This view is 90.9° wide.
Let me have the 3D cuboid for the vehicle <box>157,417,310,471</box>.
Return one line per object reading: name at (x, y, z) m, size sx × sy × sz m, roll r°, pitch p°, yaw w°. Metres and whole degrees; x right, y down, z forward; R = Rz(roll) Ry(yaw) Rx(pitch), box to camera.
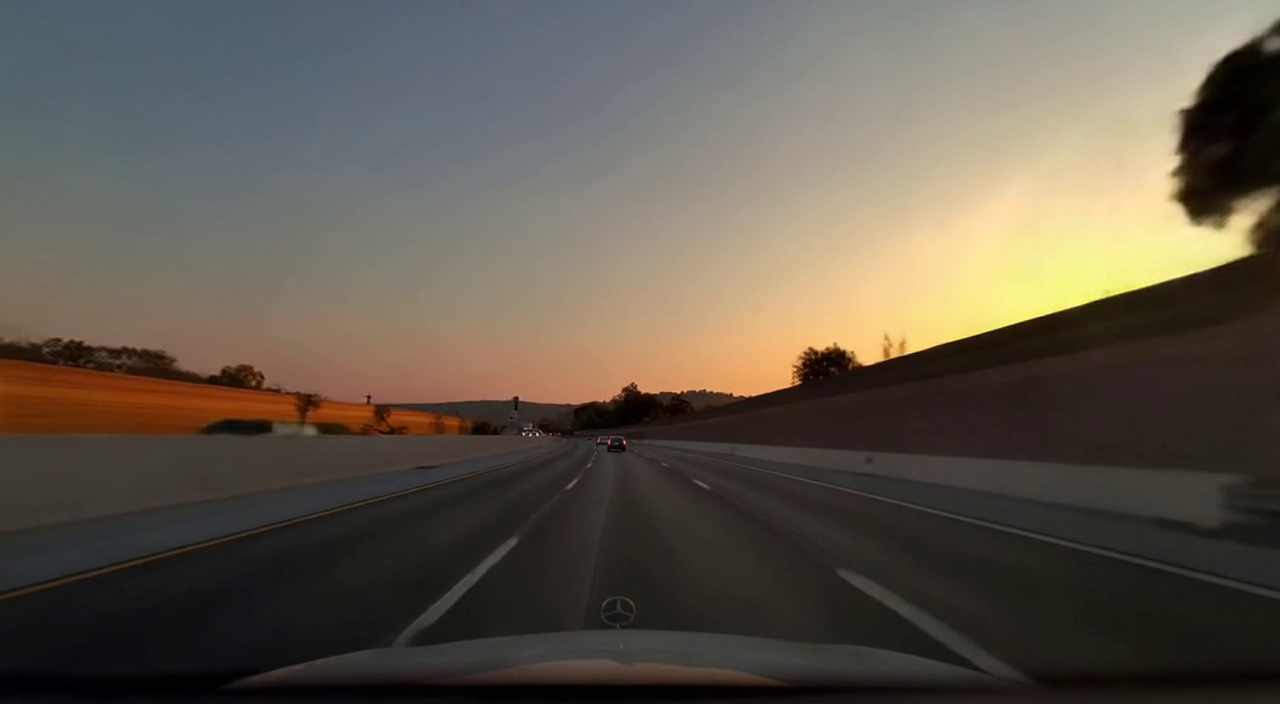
vehicle at (-13.018, 2.985, 20.633) m, size 2.011 × 1.552 × 4.638 m, roll 0°, pitch -8°, yaw -1°
